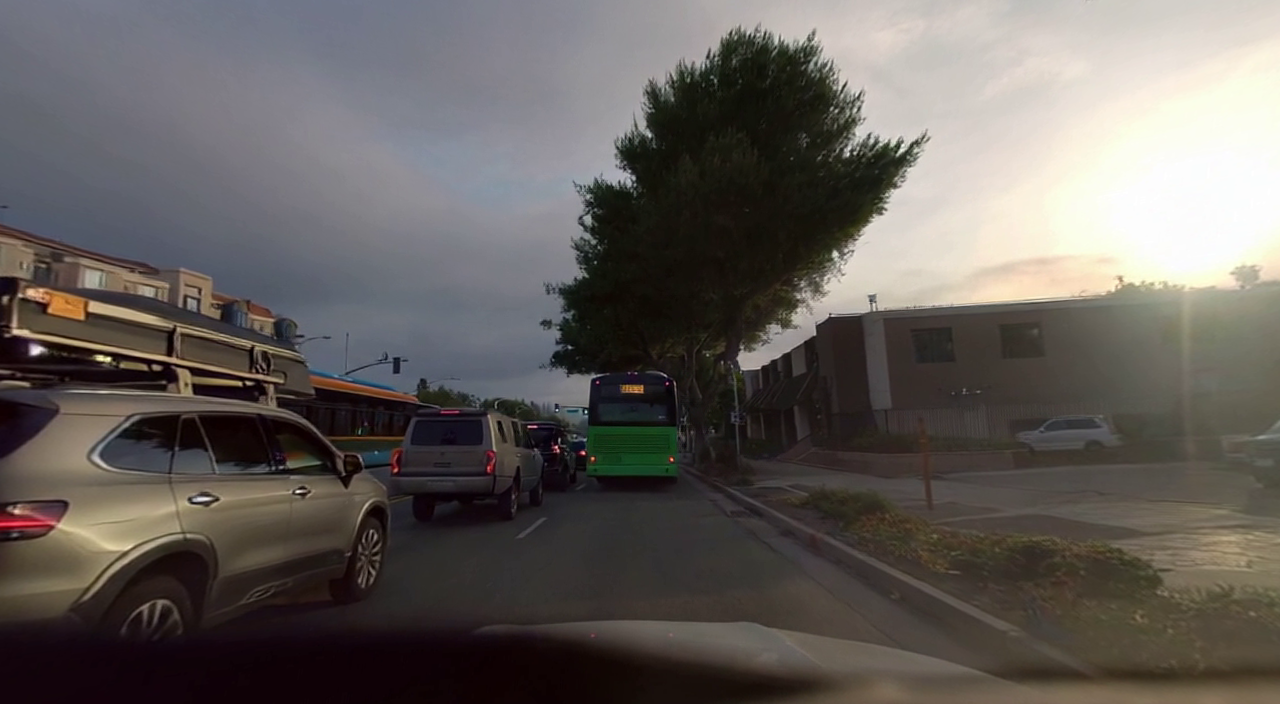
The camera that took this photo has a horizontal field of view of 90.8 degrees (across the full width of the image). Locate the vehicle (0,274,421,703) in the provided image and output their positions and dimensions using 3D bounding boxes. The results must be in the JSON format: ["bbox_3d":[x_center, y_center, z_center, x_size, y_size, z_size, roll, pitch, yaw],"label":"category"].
[{"bbox_3d":[-3.398,0.939,4.096,2.095,1.892,5.043,0,-9,0],"label":"vehicle"}]

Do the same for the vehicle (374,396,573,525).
[{"bbox_3d":[-3.083,2.239,13.501,2.546,2.125,5.869,0,-9,1],"label":"vehicle"}]

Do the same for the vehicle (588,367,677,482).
[{"bbox_3d":[-0.249,3.339,27.461,2.970,3.857,12.200,0,-9,0],"label":"vehicle"}]
